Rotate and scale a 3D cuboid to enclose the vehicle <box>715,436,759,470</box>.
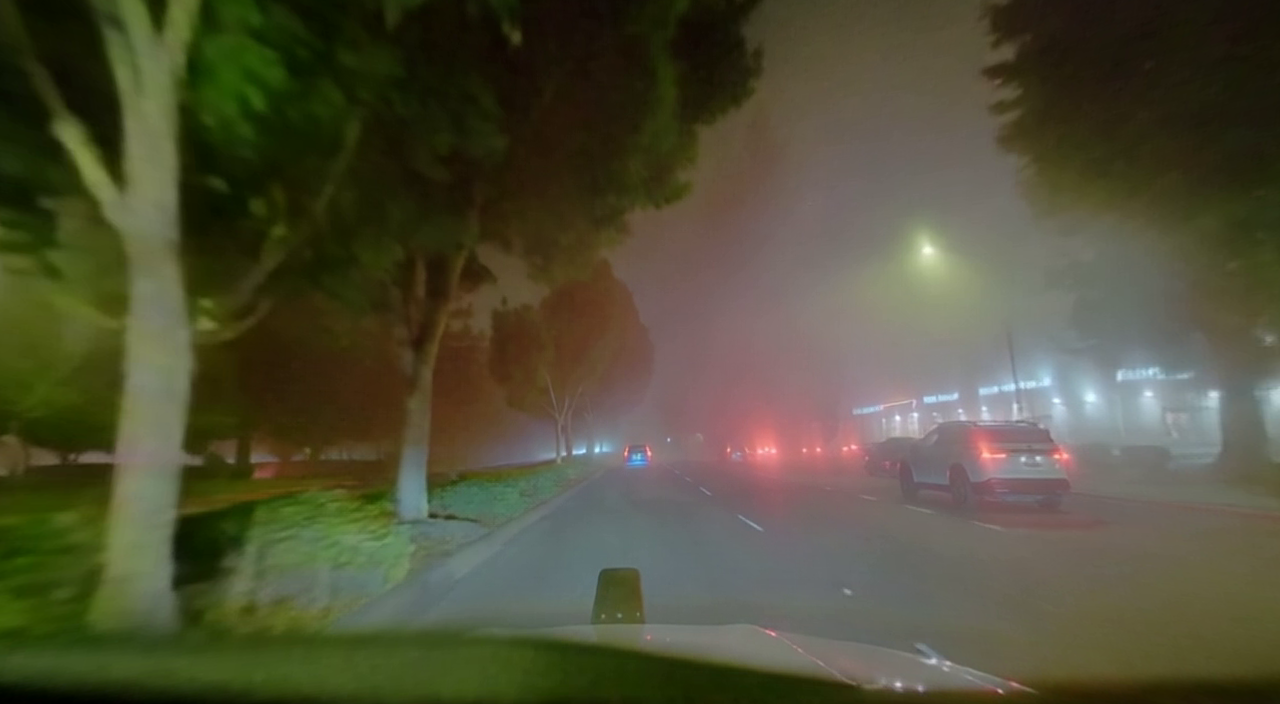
[{"bbox_3d":[5.728,6.002,37.687,1.955,1.845,4.538,-1,-8,1],"label":"vehicle"}]

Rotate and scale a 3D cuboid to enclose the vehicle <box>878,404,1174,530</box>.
[{"bbox_3d":[7.062,2.200,12.662,2.240,1.923,5.678,0,-8,-1],"label":"vehicle"}]

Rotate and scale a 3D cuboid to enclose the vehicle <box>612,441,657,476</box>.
[{"bbox_3d":[-0.273,5.111,30.479,2.037,1.568,3.693,0,-8,0],"label":"vehicle"}]
